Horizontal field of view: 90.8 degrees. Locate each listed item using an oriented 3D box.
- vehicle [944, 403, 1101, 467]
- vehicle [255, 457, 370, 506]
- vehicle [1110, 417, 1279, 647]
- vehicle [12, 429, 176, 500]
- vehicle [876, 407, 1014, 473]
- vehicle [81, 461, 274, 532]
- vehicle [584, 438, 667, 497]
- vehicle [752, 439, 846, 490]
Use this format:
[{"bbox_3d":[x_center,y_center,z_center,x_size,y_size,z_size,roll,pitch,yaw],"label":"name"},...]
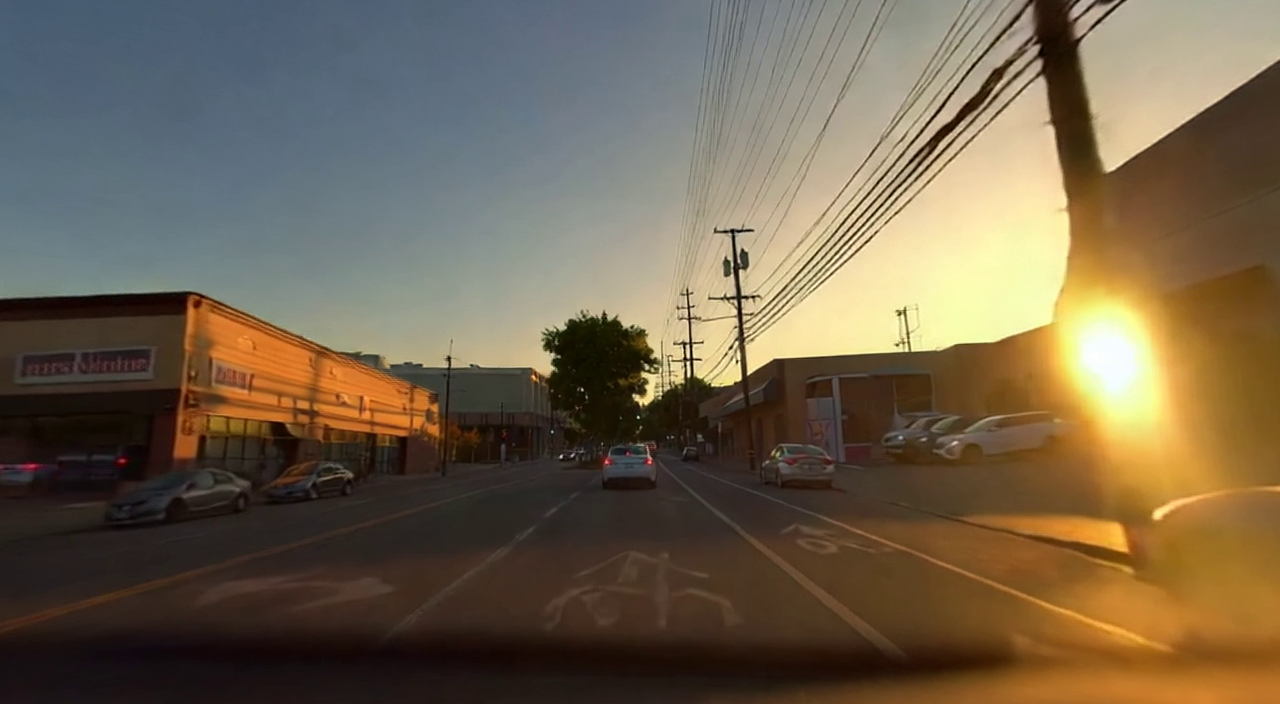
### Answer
[{"bbox_3d":[14.193,3.174,24.004,2.418,2.139,5.365,0,-8,-2],"label":"vehicle"},{"bbox_3d":[-11.525,4.545,22.617,1.817,1.480,4.282,0,-8,0],"label":"vehicle"},{"bbox_3d":[5.100,1.004,3.076,1.987,1.459,4.677,0,-8,0],"label":"vehicle"},{"bbox_3d":[-29.639,6.111,34.839,2.665,3.441,7.025,-1,-9,0],"label":"vehicle"},{"bbox_3d":[11.205,3.323,23.890,2.329,2.145,5.841,0,-8,1],"label":"vehicle"},{"bbox_3d":[-11.706,3.630,16.458,1.828,1.457,4.371,0,-8,-2],"label":"vehicle"},{"bbox_3d":[-0.391,3.265,18.280,2.116,1.479,3.980,0,-8,-1],"label":"vehicle"},{"bbox_3d":[5.207,3.735,21.352,1.937,1.523,4.541,0,-8,-1],"label":"vehicle"}]
